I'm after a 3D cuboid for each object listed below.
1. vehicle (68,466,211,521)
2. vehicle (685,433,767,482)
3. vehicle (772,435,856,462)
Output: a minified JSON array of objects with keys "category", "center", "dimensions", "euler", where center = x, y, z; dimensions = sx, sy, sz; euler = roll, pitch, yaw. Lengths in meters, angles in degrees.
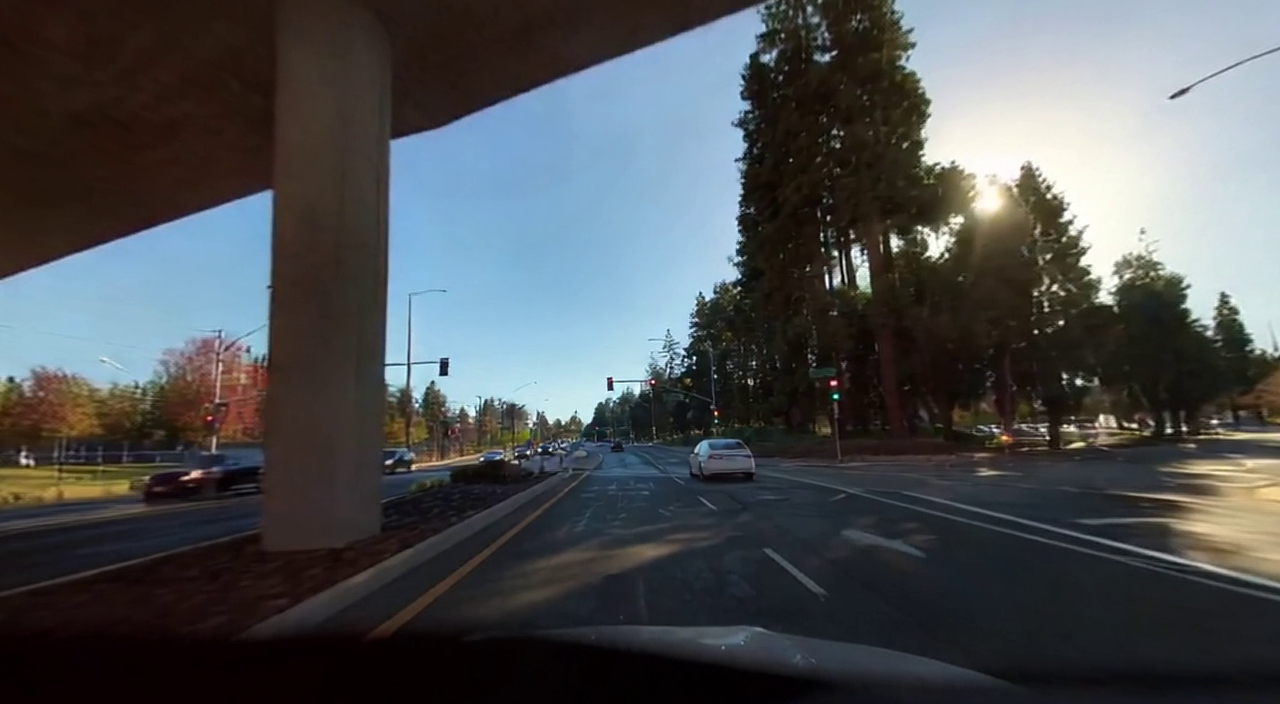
[{"category":"vehicle","center":[-17.078,4.822,21.825],"dimensions":[1.863,1.469,3.767],"euler":[-1,-7,0]},{"category":"vehicle","center":[2.827,3.606,21.832],"dimensions":[2.062,1.484,4.332],"euler":[0,-8,-2]},{"category":"vehicle","center":[10.903,6.052,39.606],"dimensions":[4.760,1.571,1.859],"euler":[-5,-9,27]}]
